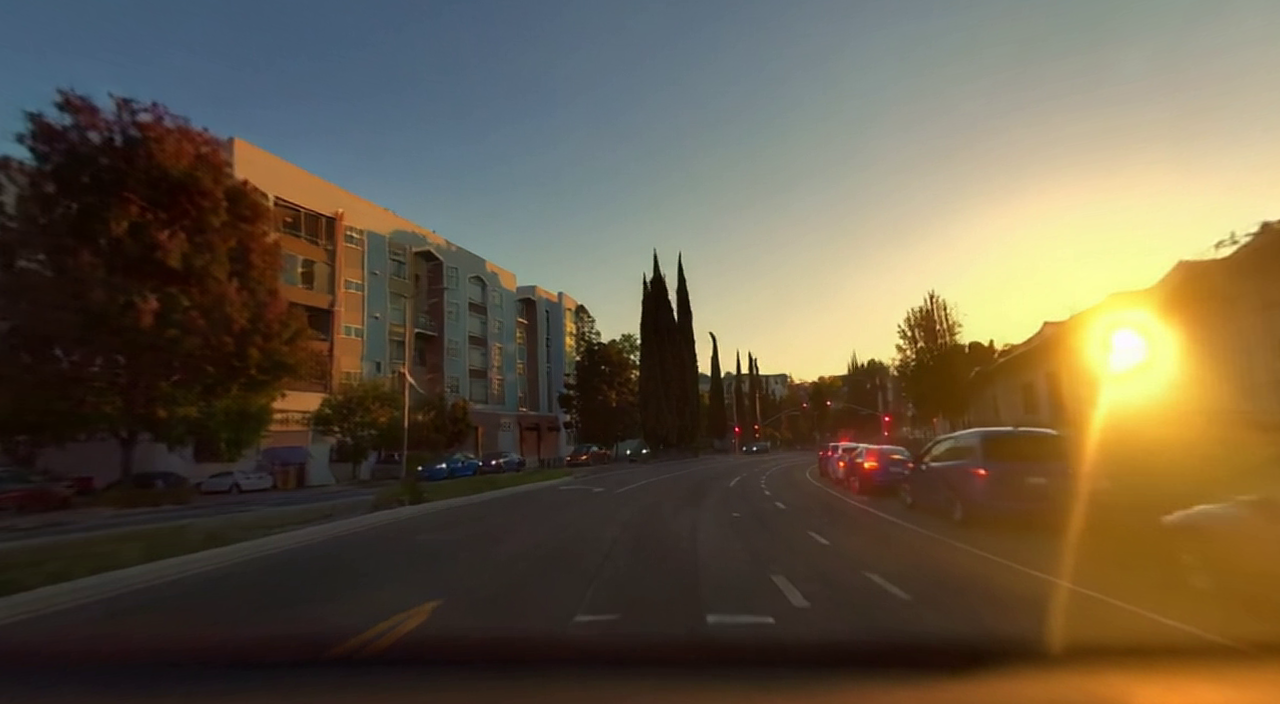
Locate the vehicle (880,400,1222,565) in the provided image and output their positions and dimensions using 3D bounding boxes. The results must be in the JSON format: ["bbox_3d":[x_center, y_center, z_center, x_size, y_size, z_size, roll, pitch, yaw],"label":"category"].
[{"bbox_3d":[5.558,1.828,9.683,2.041,1.811,5.168,-1,-8,4],"label":"vehicle"}]

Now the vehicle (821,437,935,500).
[{"bbox_3d":[6.421,3.172,17.674,1.977,1.497,4.680,-1,-8,8],"label":"vehicle"}]

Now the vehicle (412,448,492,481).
[{"bbox_3d":[-9.389,5.630,31.956,1.882,1.508,4.476,-2,-9,13],"label":"vehicle"}]

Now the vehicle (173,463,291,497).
[{"bbox_3d":[-18.837,5.901,29.253,4.178,1.407,2.012,-1,-9,8],"label":"vehicle"}]

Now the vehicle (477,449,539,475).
[{"bbox_3d":[-7.906,6.617,38.338,1.841,1.444,4.554,-2,-9,15],"label":"vehicle"}]

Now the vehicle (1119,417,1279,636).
[{"bbox_3d":[5.446,1.111,3.607,1.879,1.542,4.693,0,-8,3],"label":"vehicle"}]

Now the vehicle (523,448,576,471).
[{"bbox_3d":[-6.215,7.422,44.020,1.811,1.459,4.702,-3,-9,17],"label":"vehicle"}]

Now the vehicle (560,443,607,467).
[{"bbox_3d":[-4.306,7.946,48.978,1.933,1.759,5.002,-3,-9,16],"label":"vehicle"}]
